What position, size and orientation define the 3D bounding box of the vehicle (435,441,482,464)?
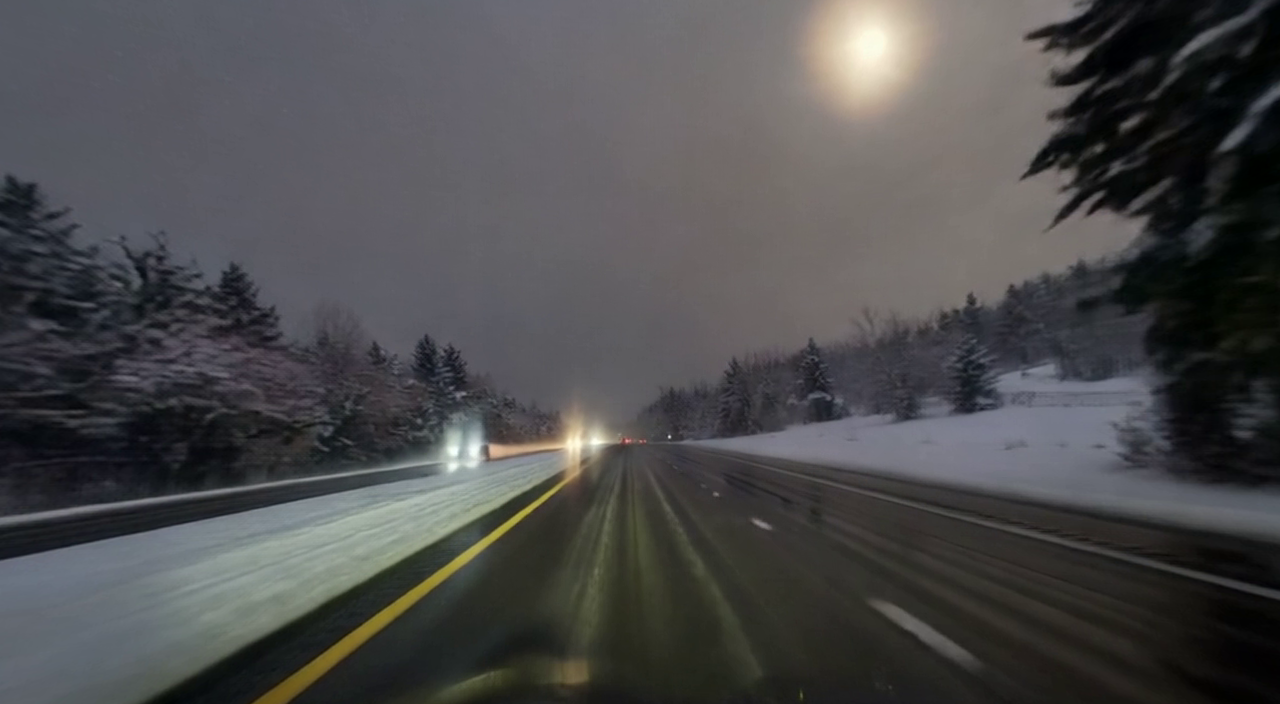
[{"bbox_3d":[-12.507,6.897,43.675,1.946,1.467,4.602,0,-8,-1],"label":"vehicle"}]
